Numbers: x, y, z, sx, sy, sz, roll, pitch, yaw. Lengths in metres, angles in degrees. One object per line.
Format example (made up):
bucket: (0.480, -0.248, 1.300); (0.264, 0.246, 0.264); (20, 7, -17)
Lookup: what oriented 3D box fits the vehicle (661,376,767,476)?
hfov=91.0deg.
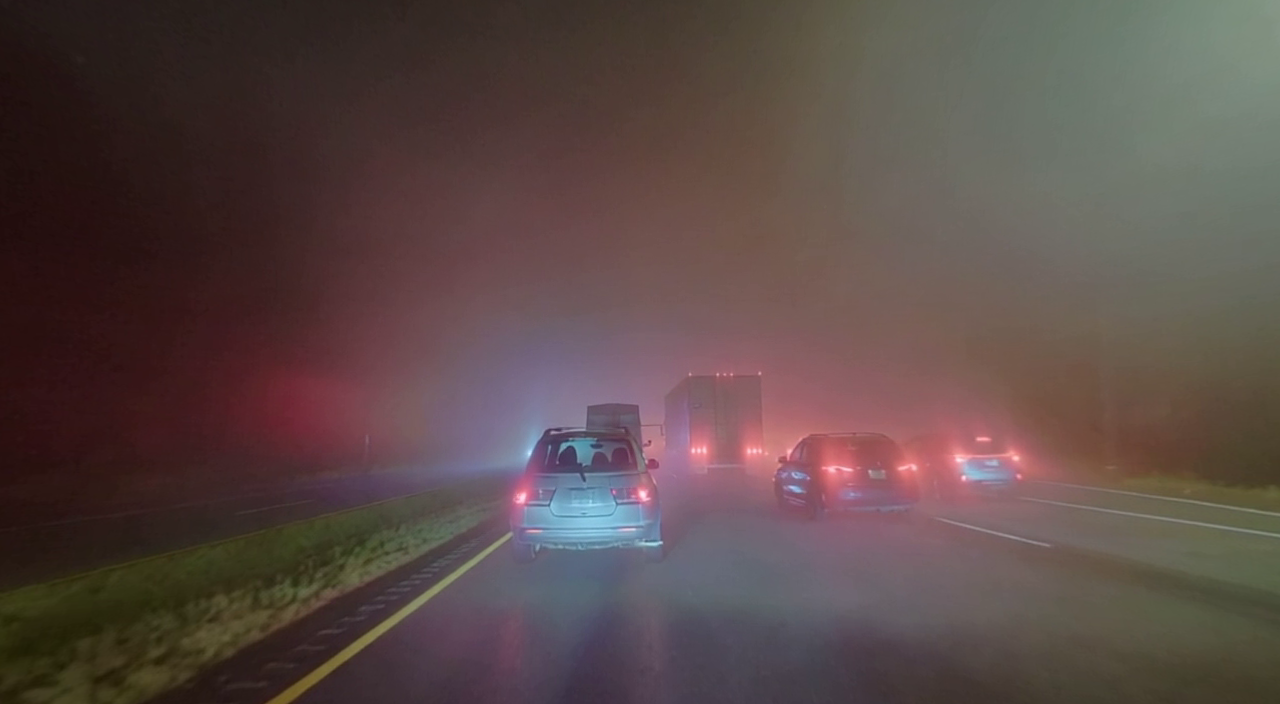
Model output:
vehicle: (3.454, 4.320, 35.469); (3.591, 4.290, 16.696); (0, -8, -1)

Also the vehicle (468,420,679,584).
vehicle: (-0.707, 1.730, 8.110); (2.009, 1.554, 4.013); (0, -8, -2)

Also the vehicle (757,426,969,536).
vehicle: (3.544, 2.137, 11.150); (1.960, 1.515, 4.713); (0, -8, -1)
